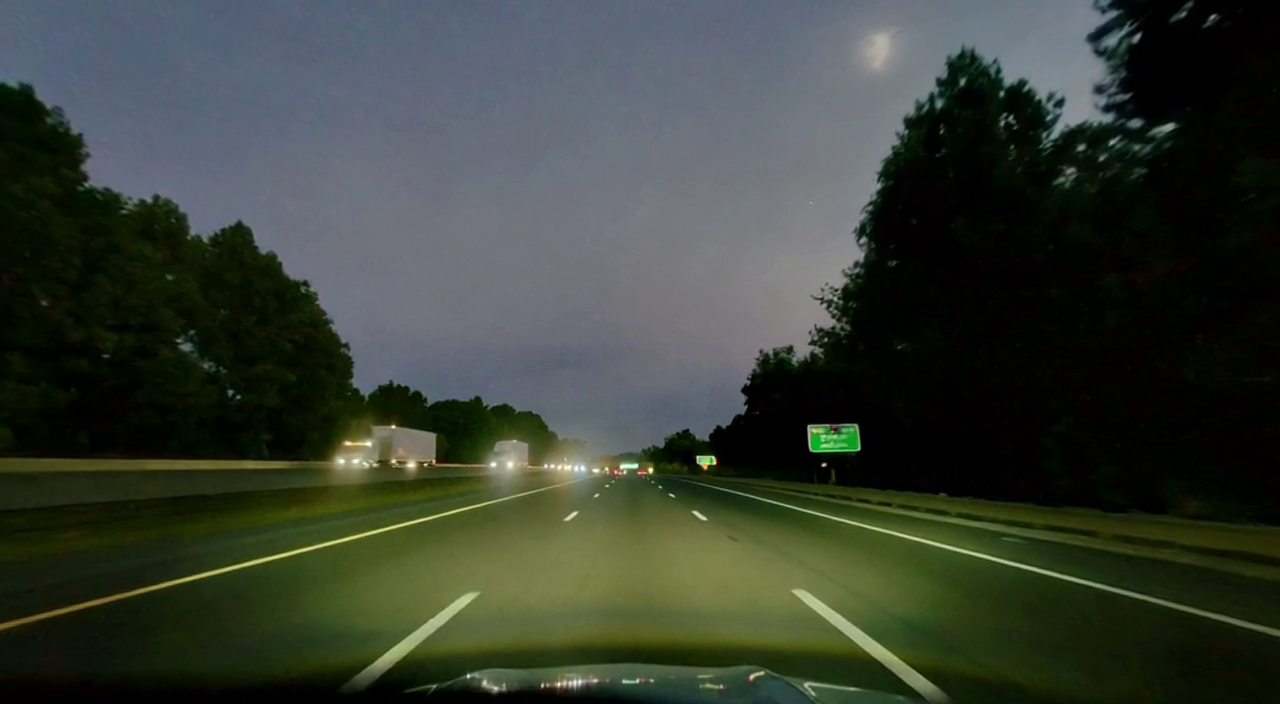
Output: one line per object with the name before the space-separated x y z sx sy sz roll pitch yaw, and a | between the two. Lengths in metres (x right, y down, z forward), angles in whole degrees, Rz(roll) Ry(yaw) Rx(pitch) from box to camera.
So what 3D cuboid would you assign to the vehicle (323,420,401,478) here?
vehicle | -20.114 7.161 45.974 2.969 3.859 5.793 1 -10 -1
